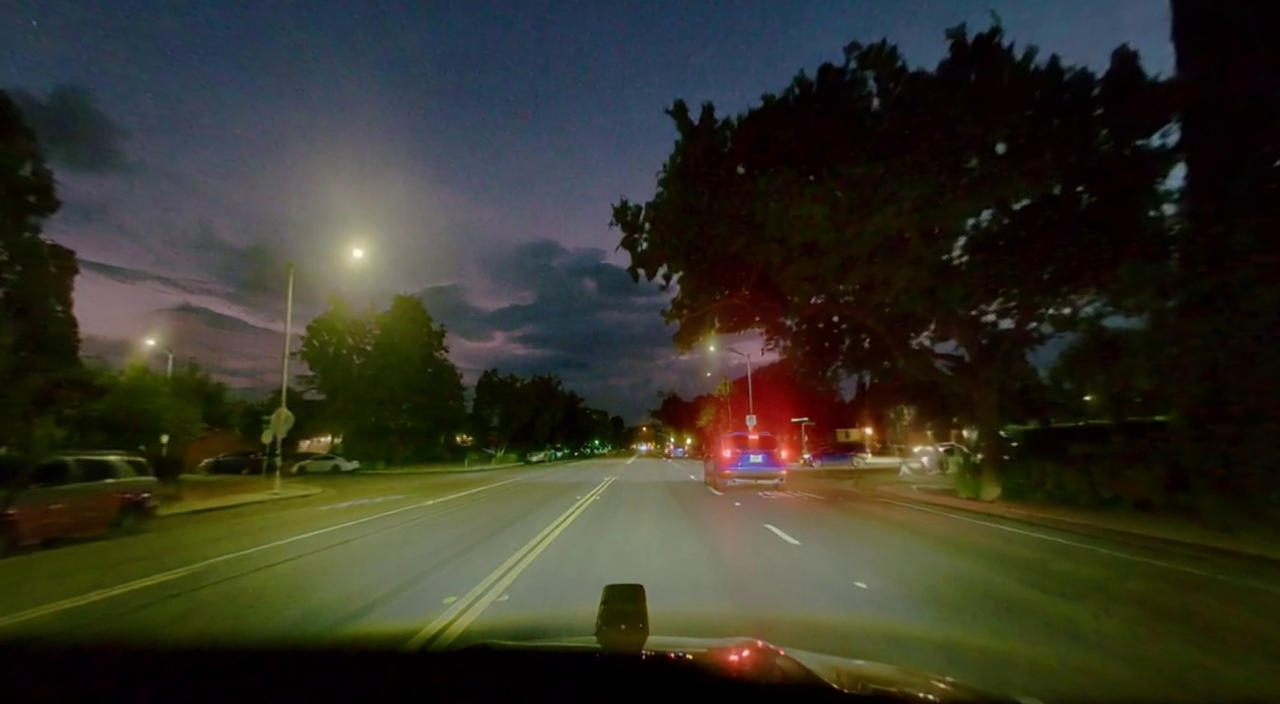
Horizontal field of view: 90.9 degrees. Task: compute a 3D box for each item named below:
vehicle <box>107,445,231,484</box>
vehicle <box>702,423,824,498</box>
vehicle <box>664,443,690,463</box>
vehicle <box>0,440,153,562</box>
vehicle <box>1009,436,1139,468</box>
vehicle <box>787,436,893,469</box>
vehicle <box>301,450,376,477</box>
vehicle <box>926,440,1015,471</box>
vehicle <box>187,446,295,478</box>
[{"bbox_3d":[-23.902,5.684,32.099,4.644,1.781,2.084,0,-6,1],"label":"vehicle"},{"bbox_3d":[3.436,3.193,19.073,2.497,1.889,5.833,0,-8,0],"label":"vehicle"},{"bbox_3d":[2.876,7.934,49.748,1.956,1.492,4.425,-1,-8,2],"label":"vehicle"},{"bbox_3d":[-10.538,2.328,9.875,2.037,1.790,4.676,-2,-8,1],"label":"vehicle"},{"bbox_3d":[21.943,5.096,32.054,5.051,1.527,1.968,-1,-9,2],"label":"vehicle"},{"bbox_3d":[11.875,5.977,37.620,5.539,1.729,2.145,-1,-8,-3],"label":"vehicle"},{"bbox_3d":[-19.960,7.385,41.787,3.986,1.665,1.888,0,-8,1],"label":"vehicle"},{"bbox_3d":[16.636,5.217,31.860,3.467,1.520,1.801,0,-8,0],"label":"vehicle"},{"bbox_3d":[-26.274,7.247,41.653,5.604,2.035,2.291,0,-8,1],"label":"vehicle"}]
